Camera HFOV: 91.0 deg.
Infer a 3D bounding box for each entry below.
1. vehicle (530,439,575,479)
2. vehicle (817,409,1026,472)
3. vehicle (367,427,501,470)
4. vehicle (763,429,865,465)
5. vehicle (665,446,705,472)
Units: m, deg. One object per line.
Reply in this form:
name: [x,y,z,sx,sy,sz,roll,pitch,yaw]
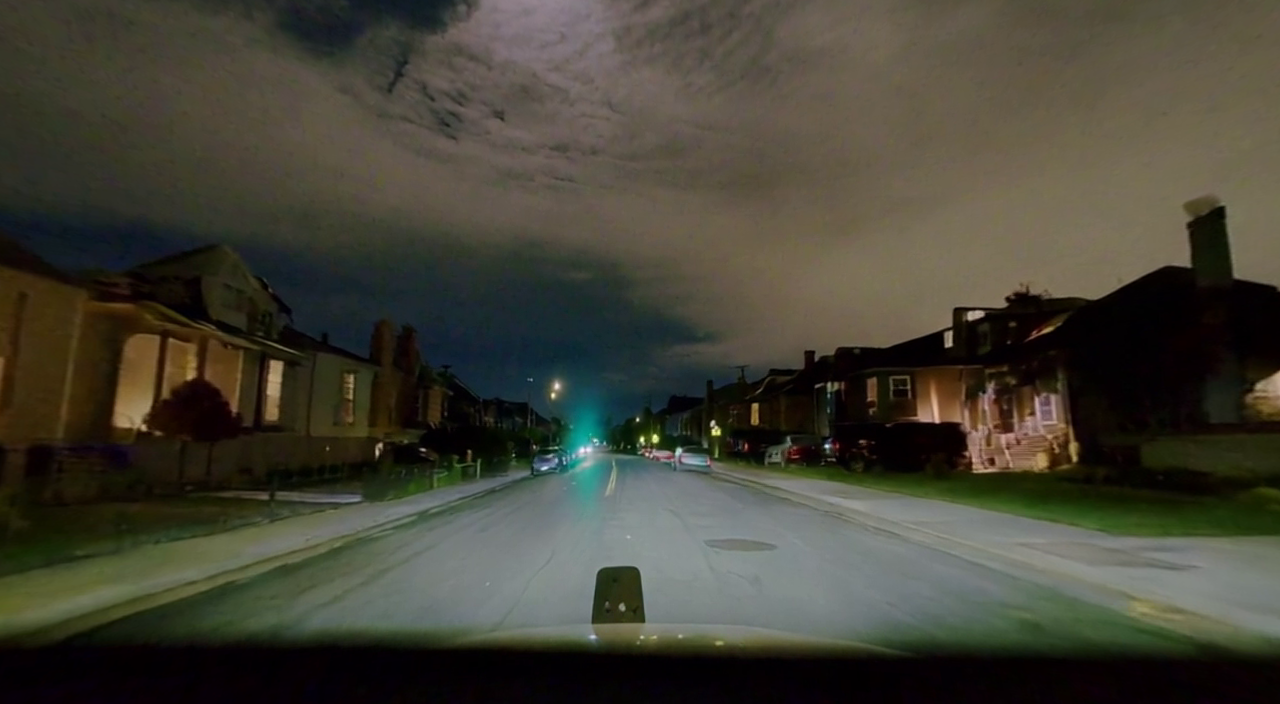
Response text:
vehicle: [-4.905,6.013,35.907,2.230,1.782,4.628,0,-4,-4]
vehicle: [9.084,2.926,20.766,5.799,1.927,2.214,0,-8,-1]
vehicle: [-9.964,4.745,30.945,5.843,1.985,2.294,1,-9,-6]
vehicle: [8.639,4.776,31.543,4.511,1.719,1.937,0,-8,-3]
vehicle: [2.682,6.420,38.091,1.869,1.458,4.324,1,-8,-3]
